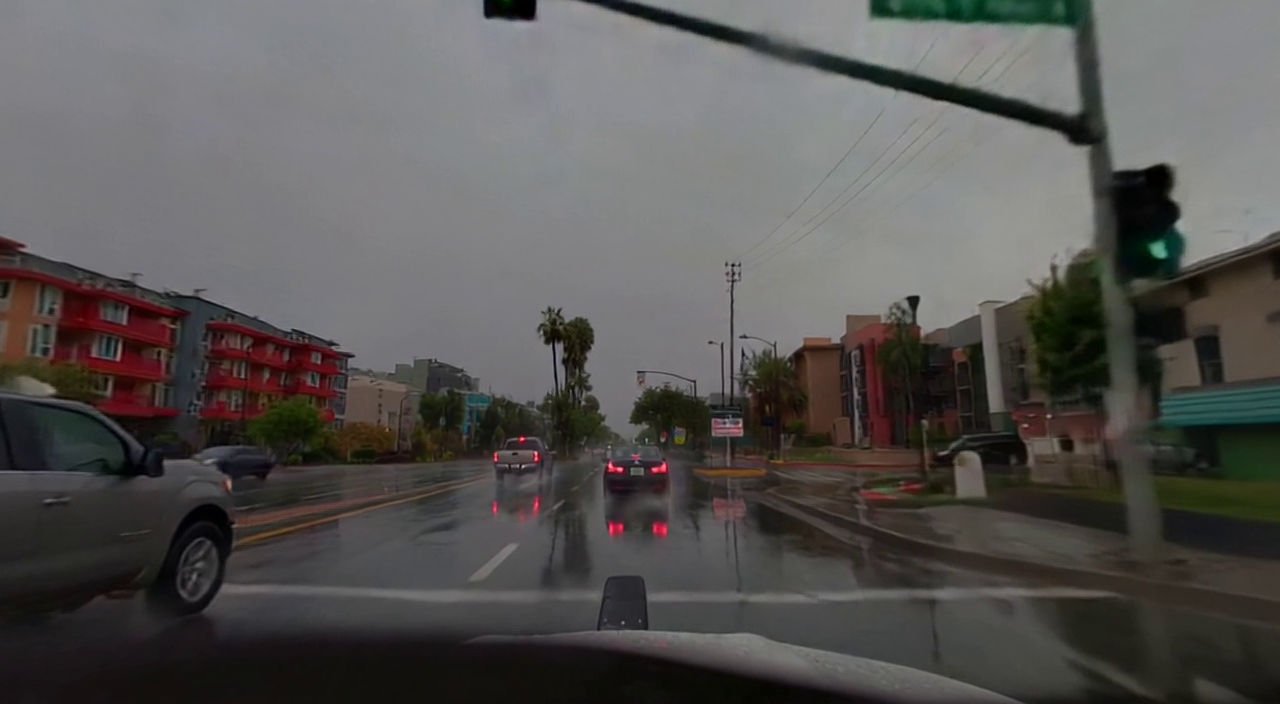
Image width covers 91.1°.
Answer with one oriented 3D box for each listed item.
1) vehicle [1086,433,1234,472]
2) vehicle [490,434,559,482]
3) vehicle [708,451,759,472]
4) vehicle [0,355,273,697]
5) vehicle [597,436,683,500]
[{"bbox_3d":[26.767,5.197,32.464,5.602,1.903,2.128,0,-8,2],"label":"vehicle"},{"bbox_3d":[-5.441,5.091,30.598,2.447,2.062,5.911,0,-8,-2],"label":"vehicle"},{"bbox_3d":[6.008,6.944,39.994,2.949,1.209,3.070,-2,-9,14],"label":"vehicle"},{"bbox_3d":[-4.691,0.916,3.077,2.187,1.904,6.103,0,-8,-1],"label":"vehicle"},{"bbox_3d":[-0.073,3.194,17.672,2.122,1.562,4.152,0,-8,-2],"label":"vehicle"}]
